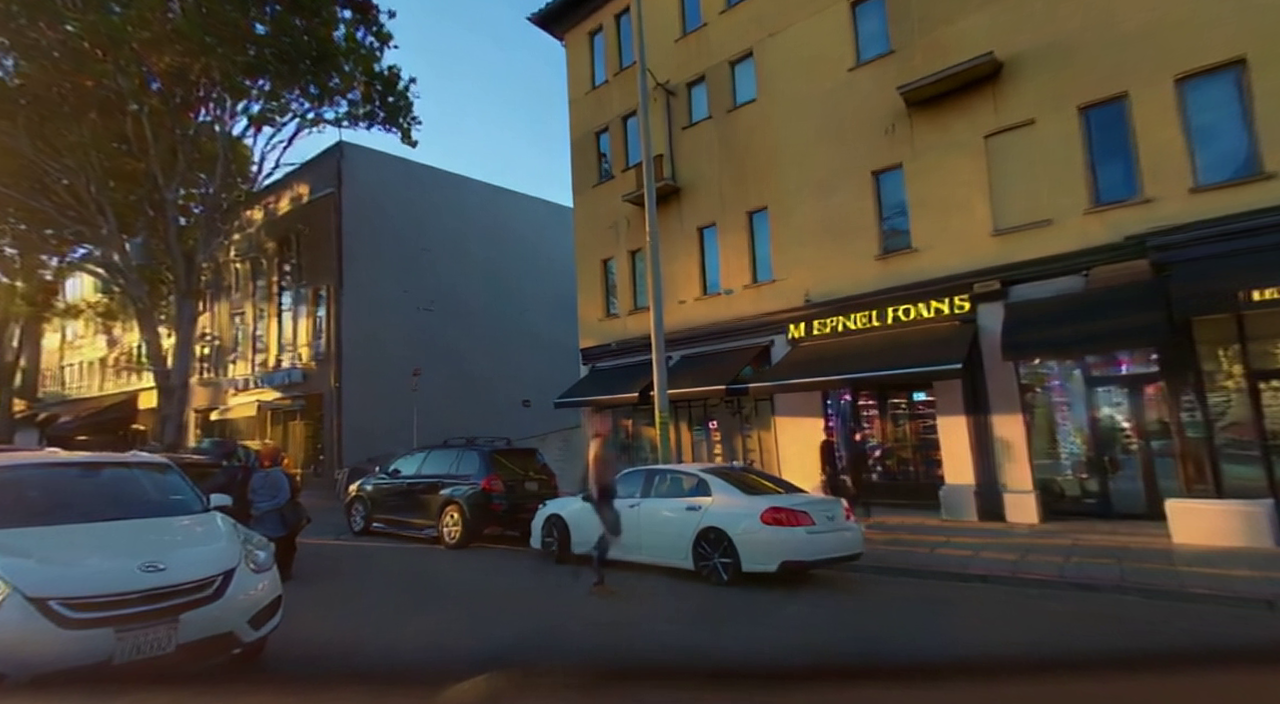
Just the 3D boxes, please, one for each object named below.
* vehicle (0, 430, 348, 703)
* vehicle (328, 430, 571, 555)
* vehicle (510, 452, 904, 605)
[{"bbox_3d":[-4.033,1.320,4.372,4.330,1.458,1.932,-7,-11,40],"label":"vehicle"},{"bbox_3d":[-3.612,2.424,11.653,4.580,1.853,1.862,-7,-11,36],"label":"vehicle"},{"bbox_3d":[0.668,2.064,8.338,4.830,1.421,1.826,-6,-10,35],"label":"vehicle"}]
